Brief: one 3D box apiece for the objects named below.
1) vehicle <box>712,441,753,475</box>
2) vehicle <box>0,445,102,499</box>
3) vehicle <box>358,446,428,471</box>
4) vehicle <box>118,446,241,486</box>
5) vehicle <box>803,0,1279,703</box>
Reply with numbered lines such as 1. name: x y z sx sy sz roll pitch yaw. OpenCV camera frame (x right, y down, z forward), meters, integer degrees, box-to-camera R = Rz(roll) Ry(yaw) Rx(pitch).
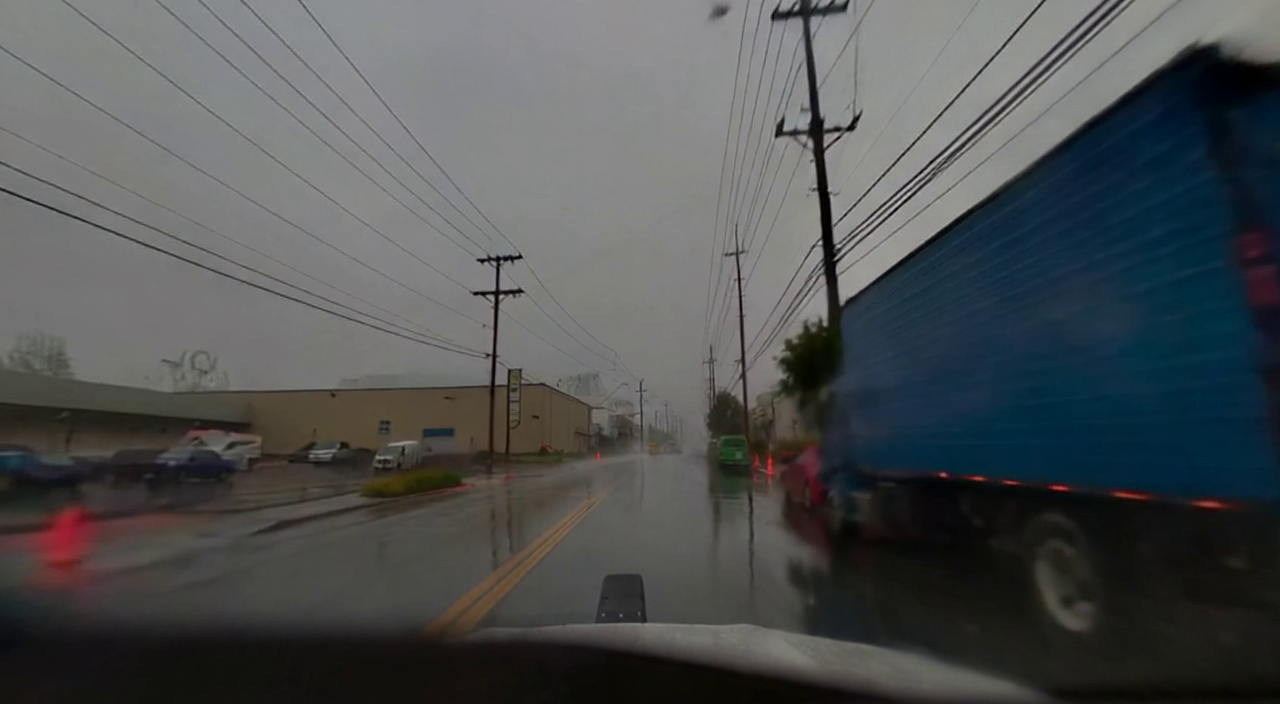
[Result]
1. vehicle: 5.724 6.596 39.705 2.010 1.985 5.124 0 -8 2
2. vehicle: -23.235 4.372 23.049 5.007 1.837 2.050 1 -9 -7
3. vehicle: -17.433 7.503 44.897 2.102 1.628 5.130 -2 -8 11
4. vehicle: -22.897 5.674 31.581 4.417 1.867 2.030 1 -8 -5
5. vehicle: 4.115 0.553 6.111 3.058 3.269 7.674 0 -9 0
